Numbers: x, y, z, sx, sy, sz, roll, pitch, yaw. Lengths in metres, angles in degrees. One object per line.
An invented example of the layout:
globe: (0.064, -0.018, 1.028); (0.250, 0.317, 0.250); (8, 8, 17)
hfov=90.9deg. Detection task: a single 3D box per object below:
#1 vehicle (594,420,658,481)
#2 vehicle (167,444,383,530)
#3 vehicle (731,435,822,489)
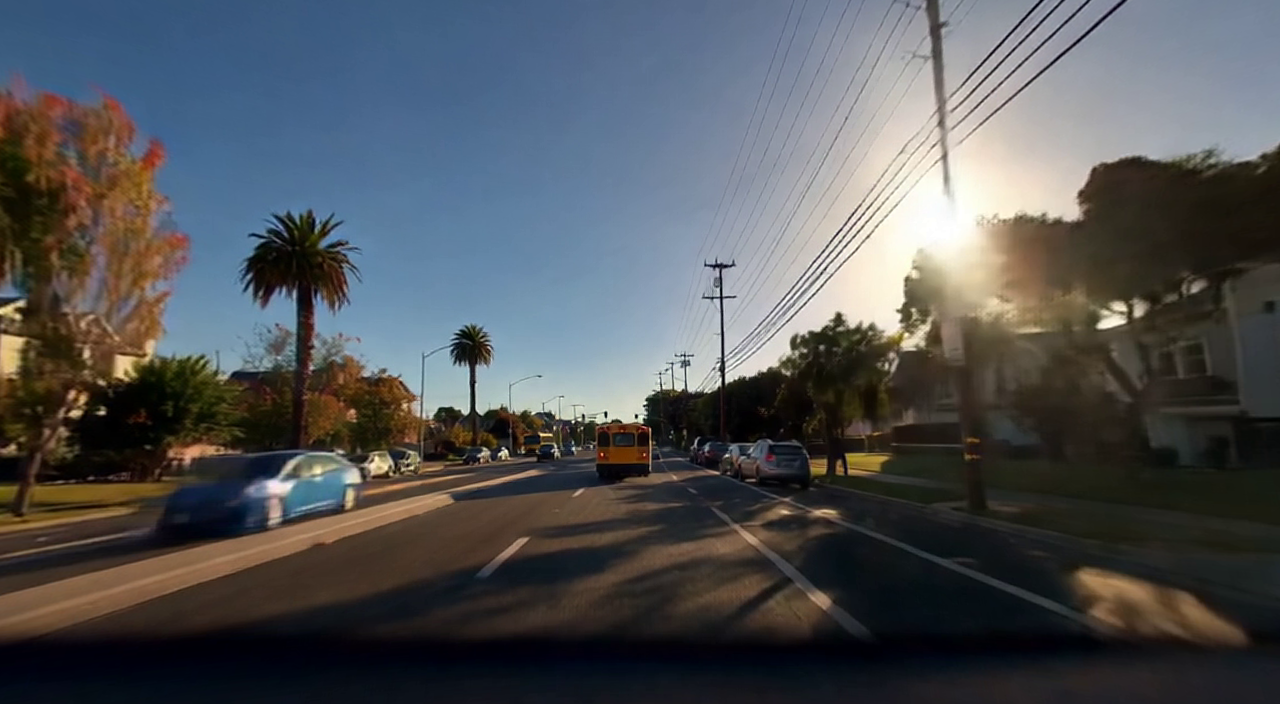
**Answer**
vehicle: (-0.617, 3.669, 23.715); (2.168, 2.040, 4.527); (0, -8, -3)
vehicle: (-7.143, 2.630, 13.012); (1.844, 1.453, 4.414); (0, -8, 0)
vehicle: (4.289, 3.514, 20.493); (1.946, 1.530, 4.240); (0, -8, -1)
